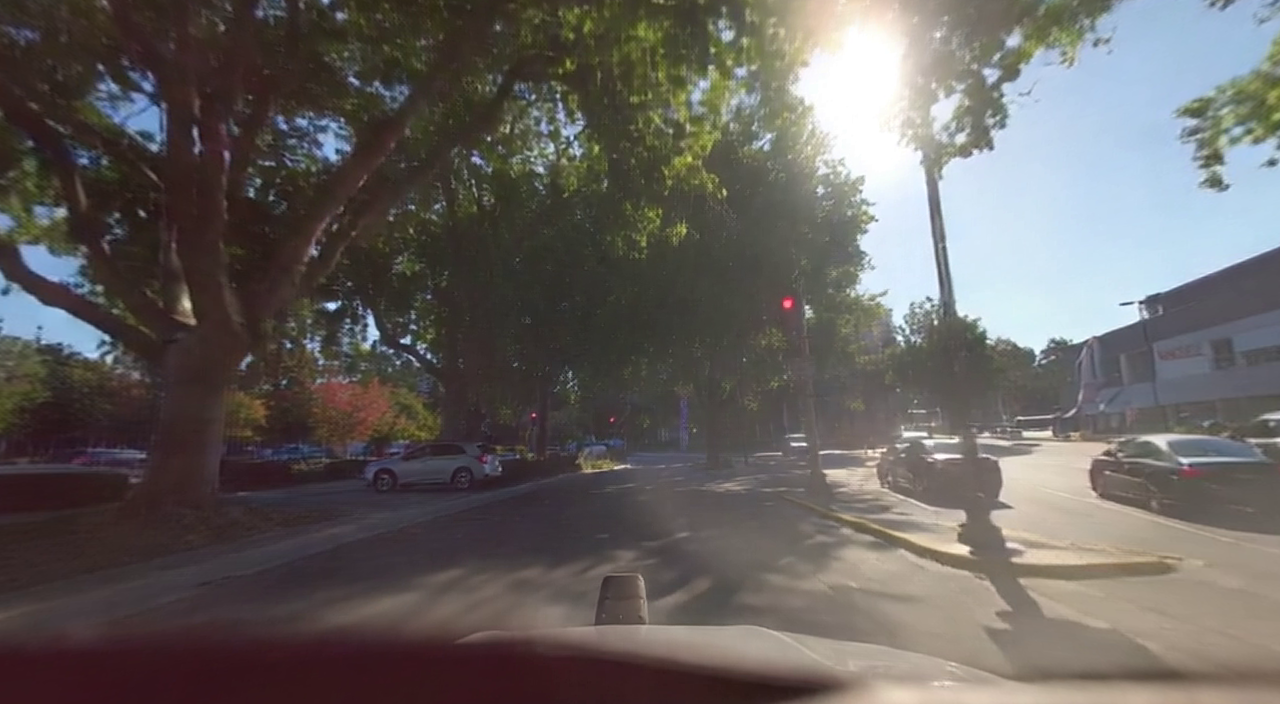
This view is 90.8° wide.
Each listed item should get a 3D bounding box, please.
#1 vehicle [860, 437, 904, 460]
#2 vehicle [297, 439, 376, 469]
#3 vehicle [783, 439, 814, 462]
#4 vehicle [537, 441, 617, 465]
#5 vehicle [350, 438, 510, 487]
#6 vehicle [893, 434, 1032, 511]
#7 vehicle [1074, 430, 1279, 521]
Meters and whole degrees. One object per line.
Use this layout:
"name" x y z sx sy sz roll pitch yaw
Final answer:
"vehicle" 16.764 6.716 43.915 1.951 1.491 4.359 -1 -8 9
"vehicle" -19.673 6.635 41.259 2.082 1.779 4.841 -2 -9 11
"vehicle" 11.455 7.122 45.863 2.061 1.519 4.794 -2 -8 13
"vehicle" -4.121 6.648 41.624 4.792 1.468 2.116 -2 -9 14
"vehicle" -6.519 3.461 19.951 4.376 1.476 1.791 0 -8 3
"vehicle" 7.204 2.684 14.640 1.867 1.479 4.452 -2 -9 14
"vehicle" 11.401 2.540 13.604 2.031 1.592 4.470 -3 -9 17
